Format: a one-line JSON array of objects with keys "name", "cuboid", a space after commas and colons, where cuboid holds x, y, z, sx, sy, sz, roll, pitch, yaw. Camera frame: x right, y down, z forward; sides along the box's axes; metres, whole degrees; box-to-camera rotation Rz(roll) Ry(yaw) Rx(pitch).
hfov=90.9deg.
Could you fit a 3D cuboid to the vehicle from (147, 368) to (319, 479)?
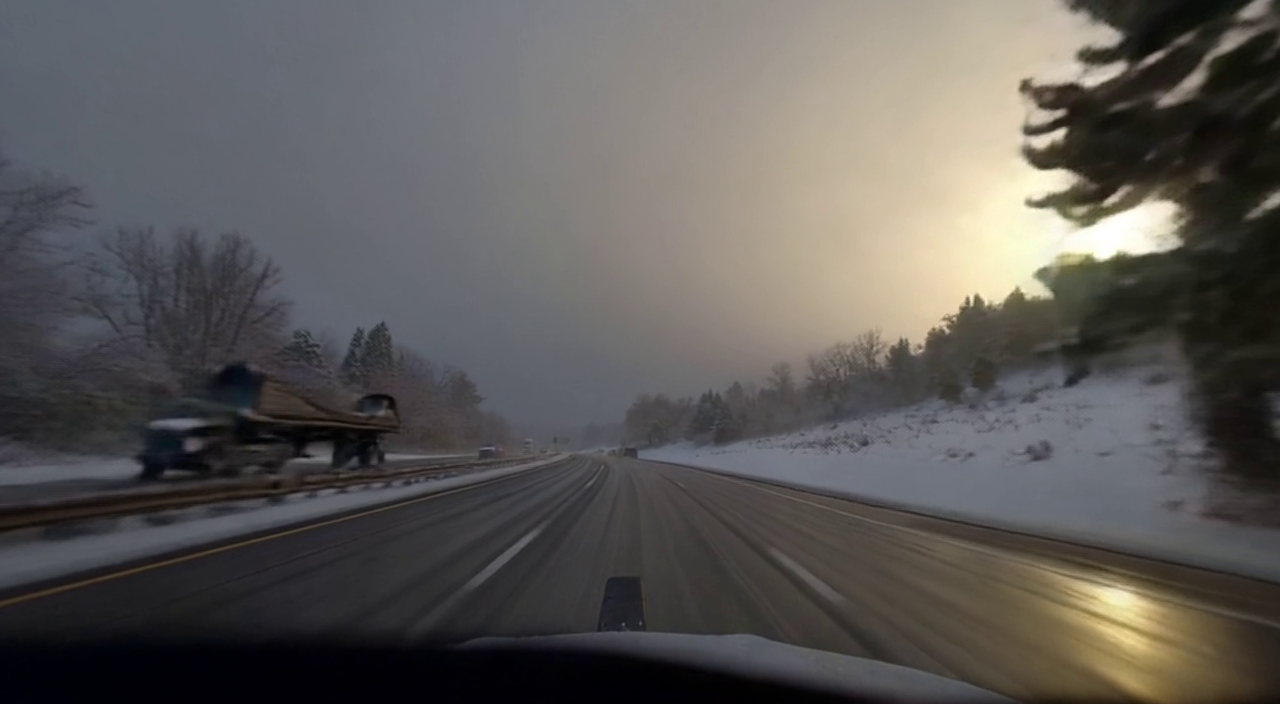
[{"name": "vehicle", "cuboid": [-16.136, 3.016, 25.648, 3.031, 3.950, 5.826, 0, -9, -2]}]
